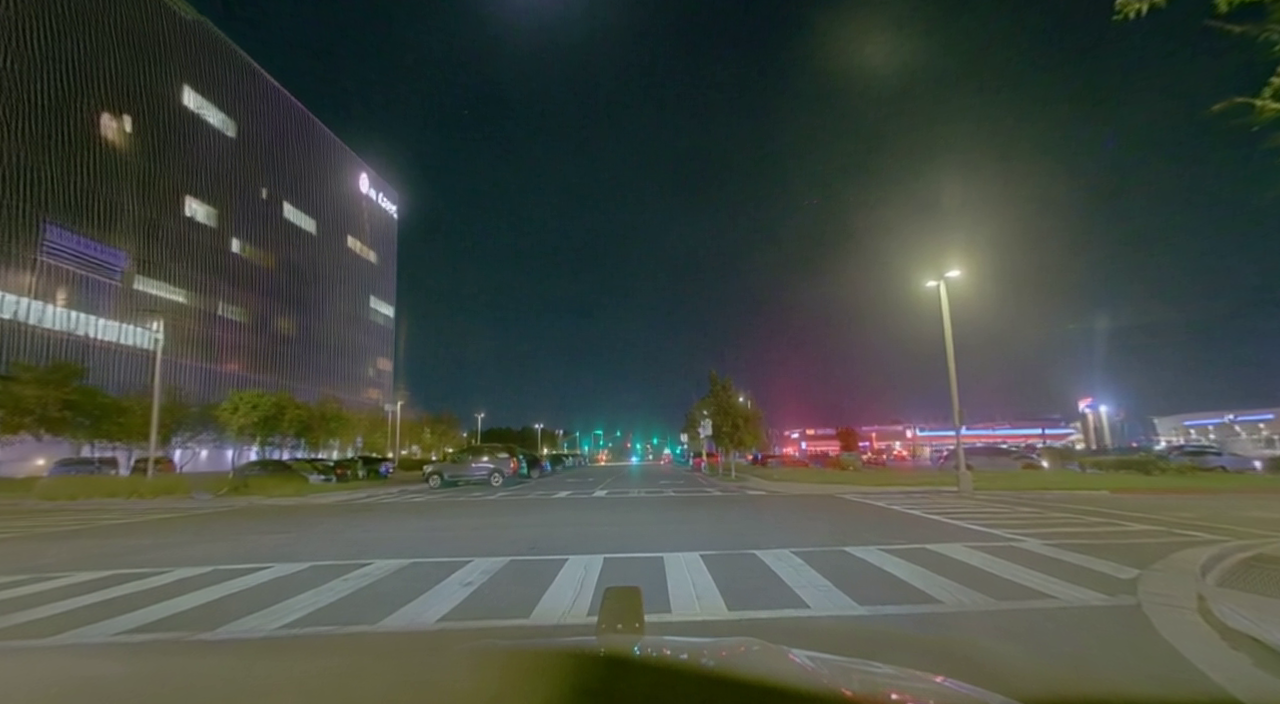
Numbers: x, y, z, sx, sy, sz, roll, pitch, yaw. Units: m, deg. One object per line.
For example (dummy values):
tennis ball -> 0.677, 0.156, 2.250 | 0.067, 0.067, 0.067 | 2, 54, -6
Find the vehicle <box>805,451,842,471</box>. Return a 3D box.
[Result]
vehicle -> 14.161, 8.427, 48.987 | 1.935, 1.477, 3.719 | 0, -8, 3

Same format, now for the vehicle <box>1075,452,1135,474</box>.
vehicle -> 31.294, 7.477, 42.624 | 1.519, 1.371, 3.278 | 0, -8, 0

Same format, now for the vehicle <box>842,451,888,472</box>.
vehicle -> 17.119, 8.354, 48.311 | 1.971, 1.478, 4.477 | 0, -8, 1

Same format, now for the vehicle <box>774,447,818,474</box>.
vehicle -> 10.542, 7.345, 43.036 | 1.936, 1.673, 4.305 | 0, -8, 1

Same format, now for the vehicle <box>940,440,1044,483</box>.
vehicle -> 16.480, 5.128, 29.932 | 2.048, 1.852, 4.998 | 0, -8, 0

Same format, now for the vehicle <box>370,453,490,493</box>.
vehicle -> -8.699, 4.964, 26.267 | 4.442, 1.504, 1.809 | 5, -10, -28

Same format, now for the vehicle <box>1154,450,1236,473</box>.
vehicle -> 36.993, 7.307, 42.228 | 1.678, 1.423, 4.191 | -1, -9, 1

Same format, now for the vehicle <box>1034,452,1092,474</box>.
vehicle -> 28.324, 7.423, 42.402 | 1.495, 1.371, 3.336 | -1, -10, 0

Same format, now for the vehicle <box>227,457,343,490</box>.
vehicle -> -16.609, 5.697, 29.722 | 4.331, 1.437, 1.876 | 0, -9, 3

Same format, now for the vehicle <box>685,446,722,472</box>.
vehicle -> 4.591, 7.856, 46.604 | 2.262, 1.794, 5.331 | 0, -8, 1
